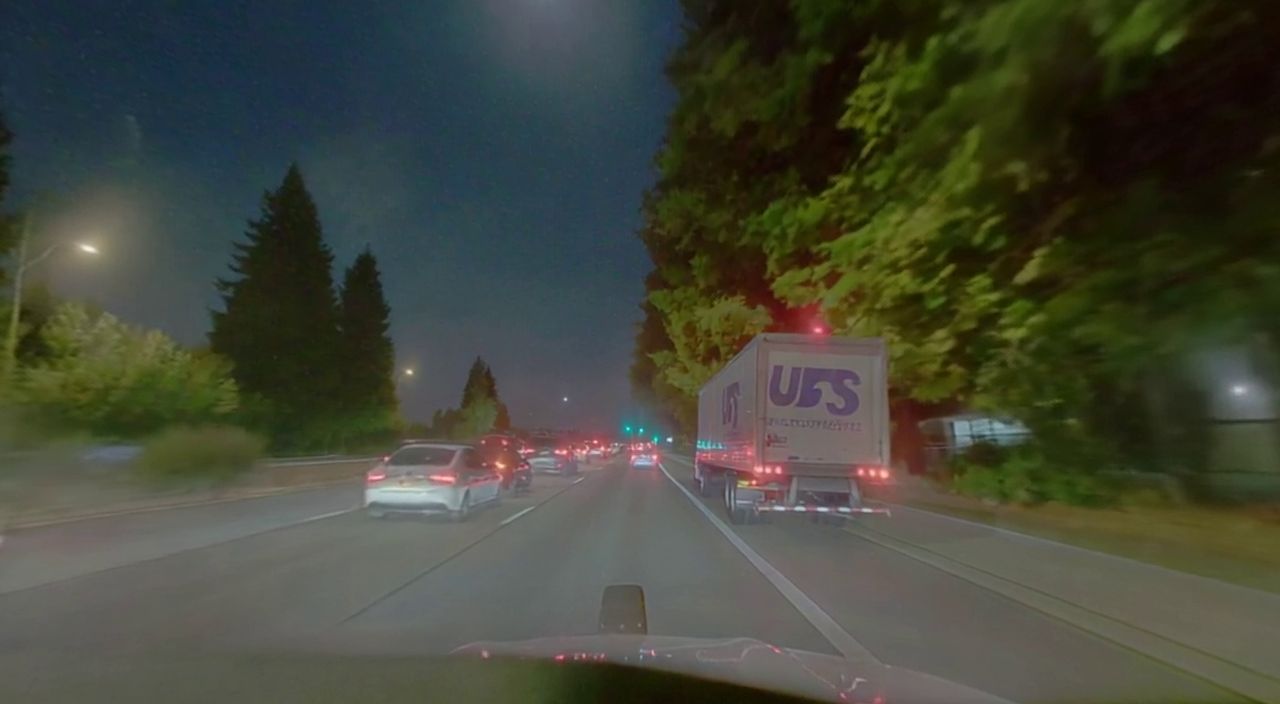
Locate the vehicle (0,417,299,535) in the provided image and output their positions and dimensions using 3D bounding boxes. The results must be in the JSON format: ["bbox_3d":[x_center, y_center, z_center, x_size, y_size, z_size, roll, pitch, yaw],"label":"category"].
[{"bbox_3d":[-8.180,2.057,11.065,1.921,1.643,4.348,0,-8,1],"label":"vehicle"}]

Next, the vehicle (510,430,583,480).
[{"bbox_3d":[-3.760,4.236,26.326,2.242,1.852,5.201,0,-8,0],"label":"vehicle"}]

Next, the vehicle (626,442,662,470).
[{"bbox_3d":[0.223,5.729,34.942,1.875,1.453,3.888,0,-8,0],"label":"vehicle"}]

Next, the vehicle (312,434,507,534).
[{"bbox_3d":[-3.932,2.308,11.702,1.952,1.471,4.334,0,-8,0],"label":"vehicle"}]
